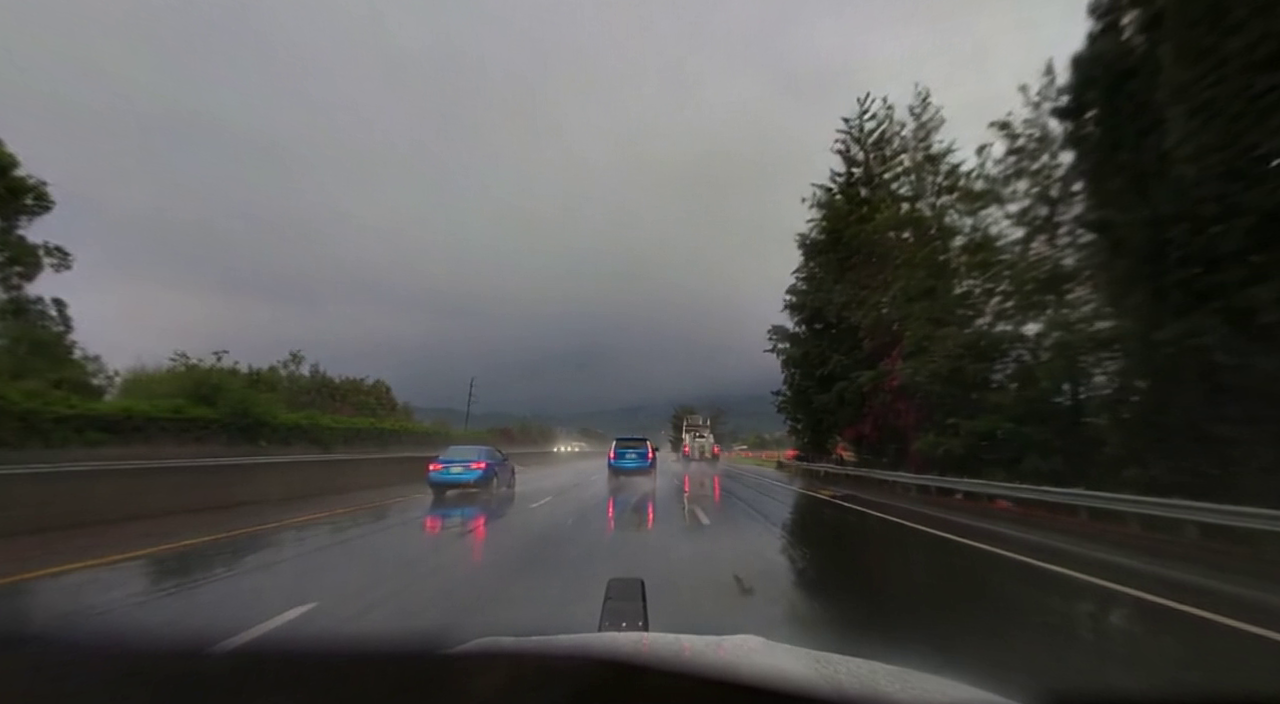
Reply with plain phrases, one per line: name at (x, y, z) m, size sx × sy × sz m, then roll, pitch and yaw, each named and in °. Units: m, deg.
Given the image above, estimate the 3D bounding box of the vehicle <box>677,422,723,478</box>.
vehicle at (4.404, 7.433, 48.058) m, size 2.793 × 3.828 × 9.580 m, roll 0°, pitch -8°, yaw 2°

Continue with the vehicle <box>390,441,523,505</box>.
vehicle at (-4.635, 3.114, 16.731) m, size 2.096 × 1.469 × 4.319 m, roll -1°, pitch -8°, yaw 2°

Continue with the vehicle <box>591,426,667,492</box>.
vehicle at (-0.255, 3.593, 21.522) m, size 2.308 × 1.993 × 4.631 m, roll 0°, pitch -8°, yaw 2°
